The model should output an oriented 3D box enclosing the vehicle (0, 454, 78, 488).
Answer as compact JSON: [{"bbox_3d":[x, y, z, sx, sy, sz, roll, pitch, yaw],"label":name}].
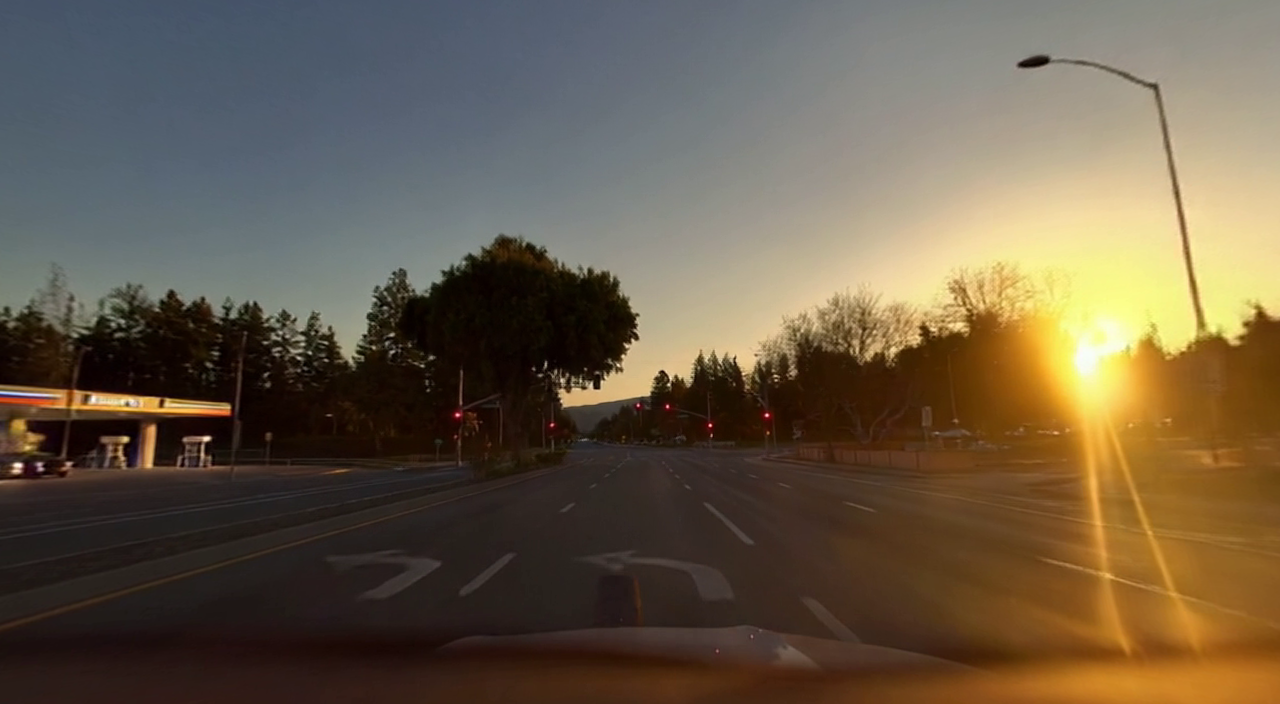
[{"bbox_3d":[-34.493,6.568,34.924,1.992,1.721,4.570,-7,-11,39],"label":"vehicle"}]
